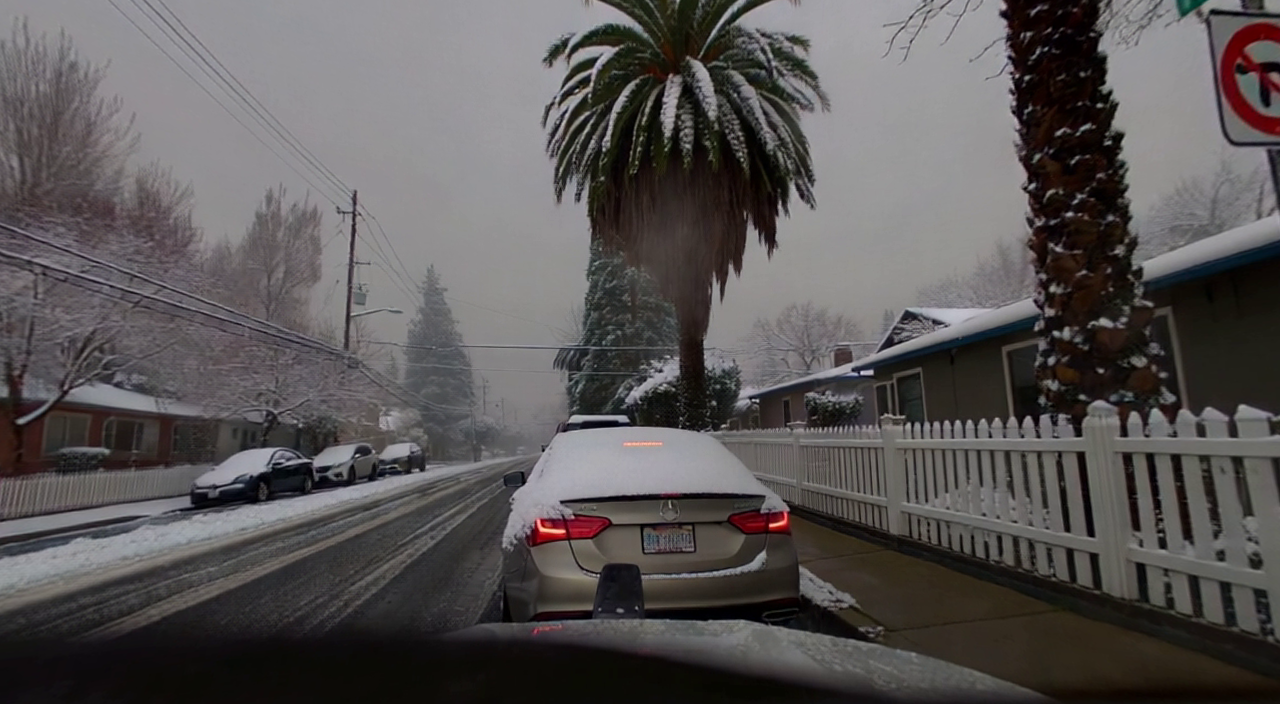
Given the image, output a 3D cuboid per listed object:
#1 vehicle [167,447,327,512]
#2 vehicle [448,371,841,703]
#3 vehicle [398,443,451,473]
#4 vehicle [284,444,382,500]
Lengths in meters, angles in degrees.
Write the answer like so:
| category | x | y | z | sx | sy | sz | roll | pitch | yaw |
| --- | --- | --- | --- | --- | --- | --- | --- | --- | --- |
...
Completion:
| category | x | y | z | sx | sy | sz | roll | pitch | yaw |
| --- | --- | --- | --- | --- | --- | --- | --- | --- | --- |
| vehicle | -11.387 | 3.664 | 18.787 | 2.017 | 1.627 | 5.039 | 1 | -8 | -7 |
| vehicle | -0.135 | 1.223 | 4.991 | 1.894 | 1.695 | 3.795 | 1 | -8 | -6 |
| vehicle | -13.148 | 6.474 | 38.702 | 2.060 | 1.689 | 4.999 | 1 | -8 | -7 |
| vehicle | -12.143 | 4.721 | 25.257 | 2.048 | 1.485 | 4.757 | -4 | -4 | -7 |
